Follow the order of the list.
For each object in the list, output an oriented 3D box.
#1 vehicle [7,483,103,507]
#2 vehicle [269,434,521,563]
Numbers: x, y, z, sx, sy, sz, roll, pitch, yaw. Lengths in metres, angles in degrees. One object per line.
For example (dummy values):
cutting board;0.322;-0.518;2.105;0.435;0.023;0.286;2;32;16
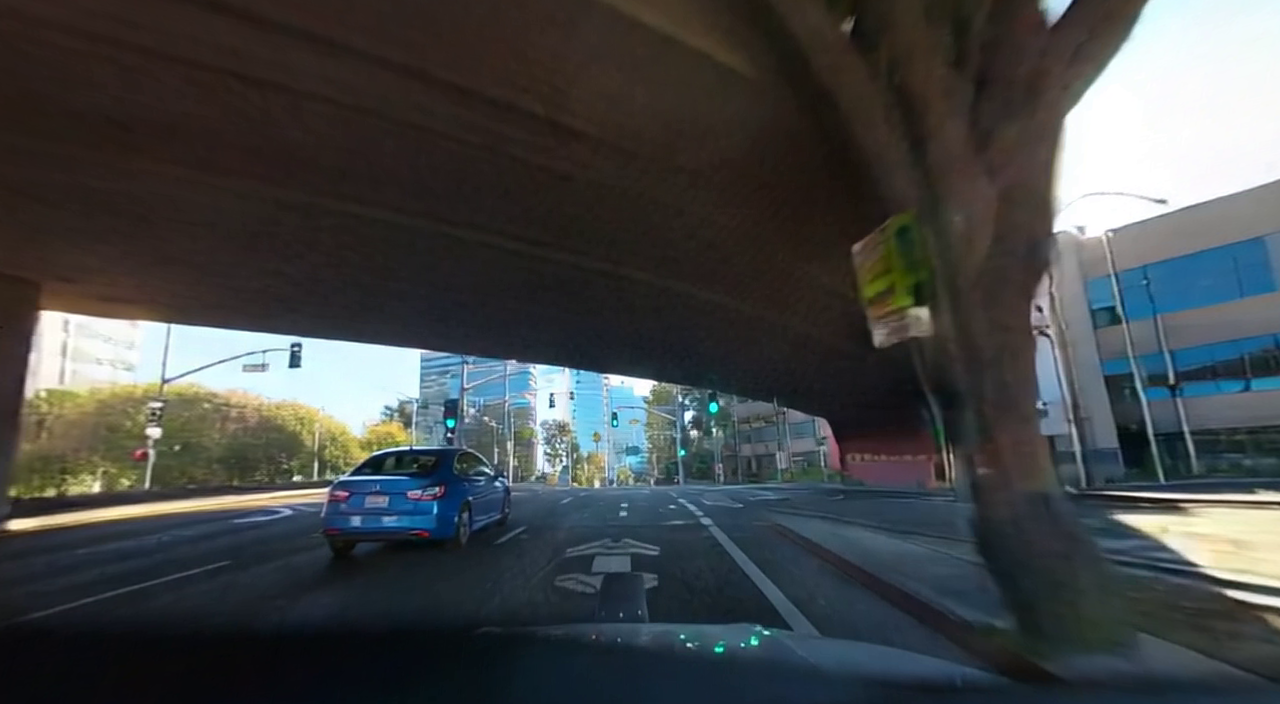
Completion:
vehicle;-38.850;9.535;42.017;4.315;1.421;2.020;-1;-14;1
vehicle;-3.254;2.027;9.522;2.041;1.470;4.290;0;-9;1
